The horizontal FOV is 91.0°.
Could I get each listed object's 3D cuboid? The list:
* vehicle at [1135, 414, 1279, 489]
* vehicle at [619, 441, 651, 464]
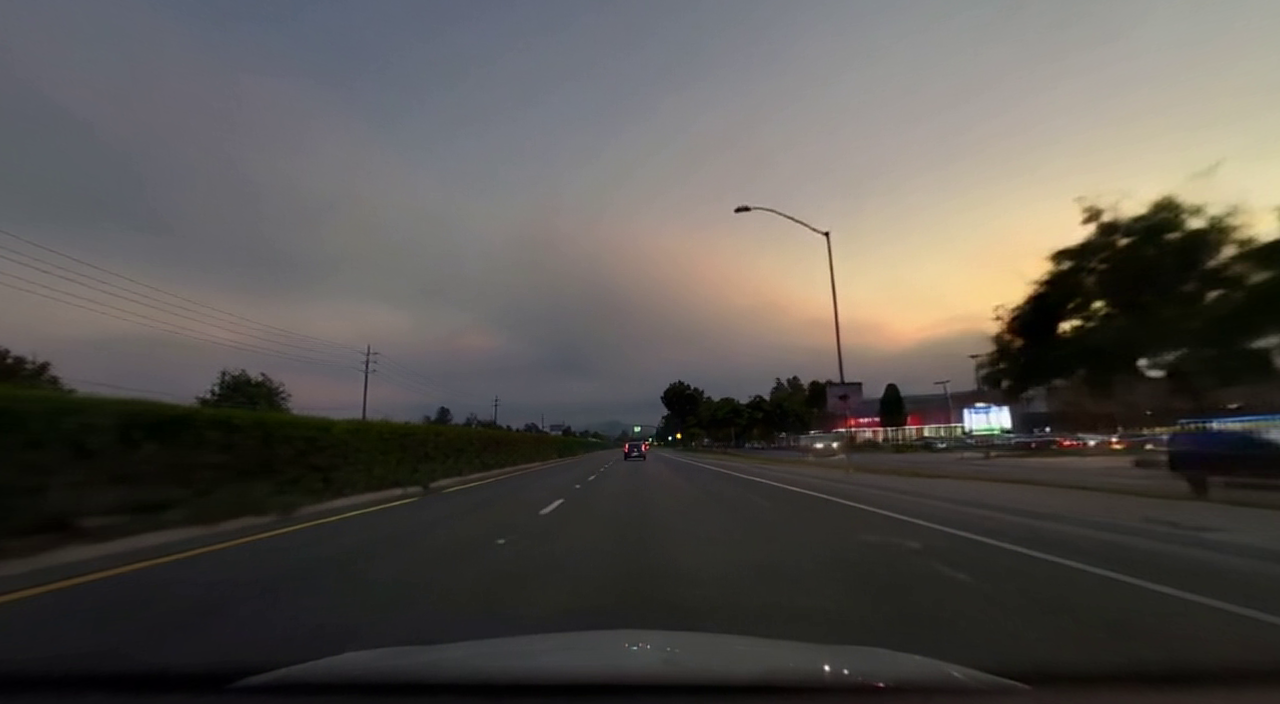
[{"bbox_3d":[18.162,2.912,18.473,2.288,1.963,5.983,1,-9,-2],"label":"vehicle"},{"bbox_3d":[-0.366,7.079,44.434,2.110,1.555,4.431,0,-9,-1],"label":"vehicle"}]
